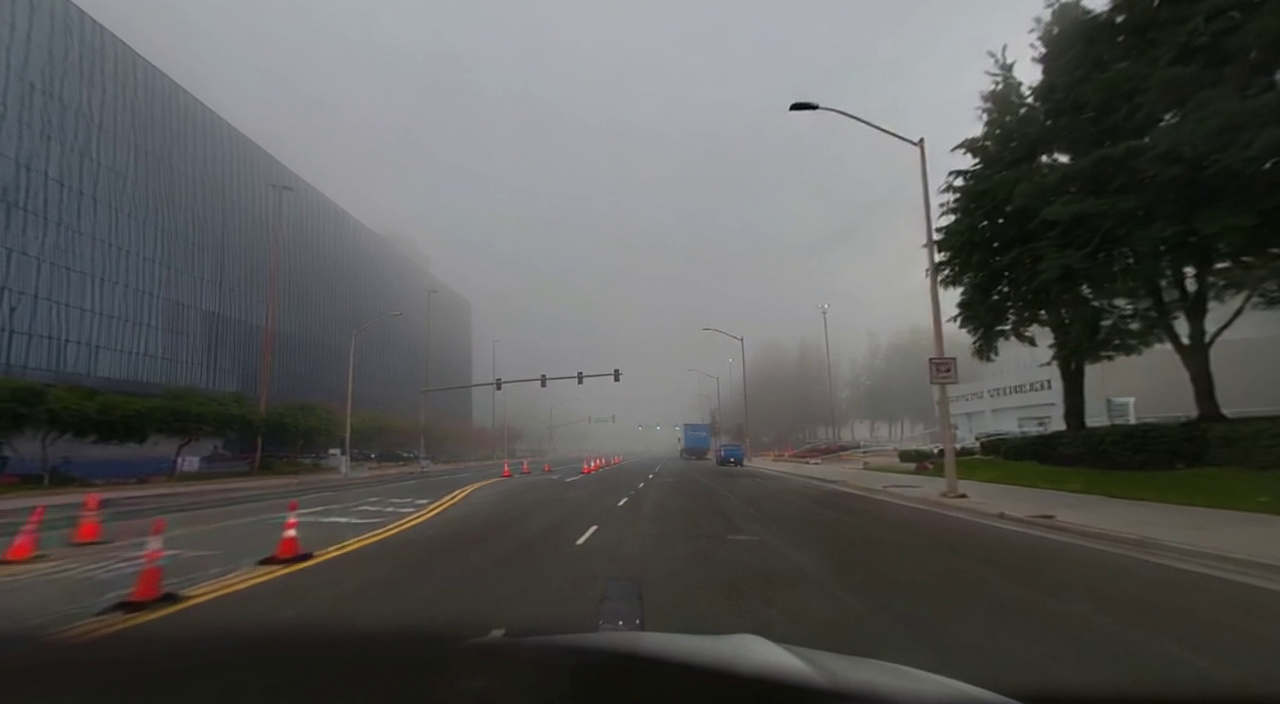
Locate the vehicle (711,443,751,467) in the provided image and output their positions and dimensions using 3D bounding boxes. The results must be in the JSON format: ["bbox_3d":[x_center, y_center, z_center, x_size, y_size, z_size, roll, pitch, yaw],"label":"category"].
[{"bbox_3d":[6.436,7.345,45.267,2.098,1.619,4.433,0,-8,-1],"label":"vehicle"}]
